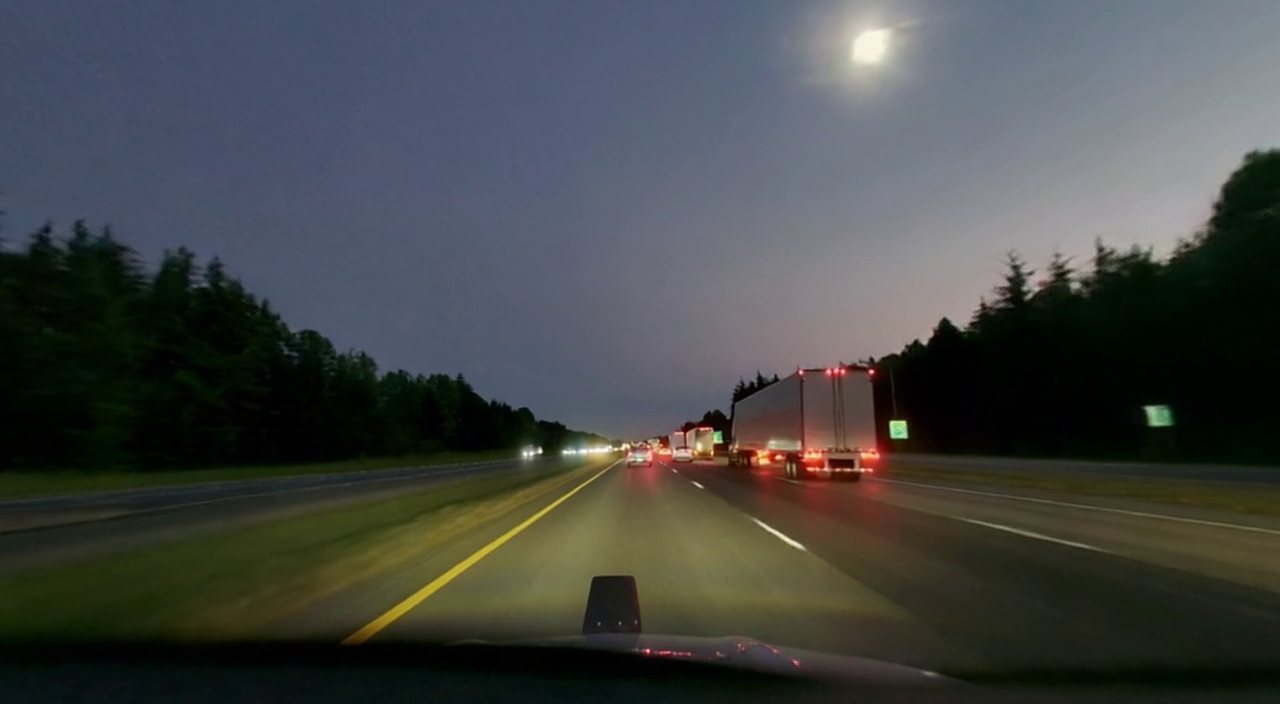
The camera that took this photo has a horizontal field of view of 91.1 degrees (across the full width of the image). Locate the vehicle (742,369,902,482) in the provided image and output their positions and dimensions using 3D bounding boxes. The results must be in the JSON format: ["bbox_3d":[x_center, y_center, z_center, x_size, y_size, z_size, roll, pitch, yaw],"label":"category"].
[{"bbox_3d":[7.716,3.697,29.766,3.044,4.073,14.016,0,-9,-1],"label":"vehicle"}]

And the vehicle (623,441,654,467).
[{"bbox_3d":[-0.095,7.414,45.793,2.114,1.706,4.106,0,-9,0],"label":"vehicle"}]

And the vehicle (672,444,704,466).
[{"bbox_3d":[3.597,7.795,47.744,2.025,1.534,4.179,0,-9,-1],"label":"vehicle"}]
